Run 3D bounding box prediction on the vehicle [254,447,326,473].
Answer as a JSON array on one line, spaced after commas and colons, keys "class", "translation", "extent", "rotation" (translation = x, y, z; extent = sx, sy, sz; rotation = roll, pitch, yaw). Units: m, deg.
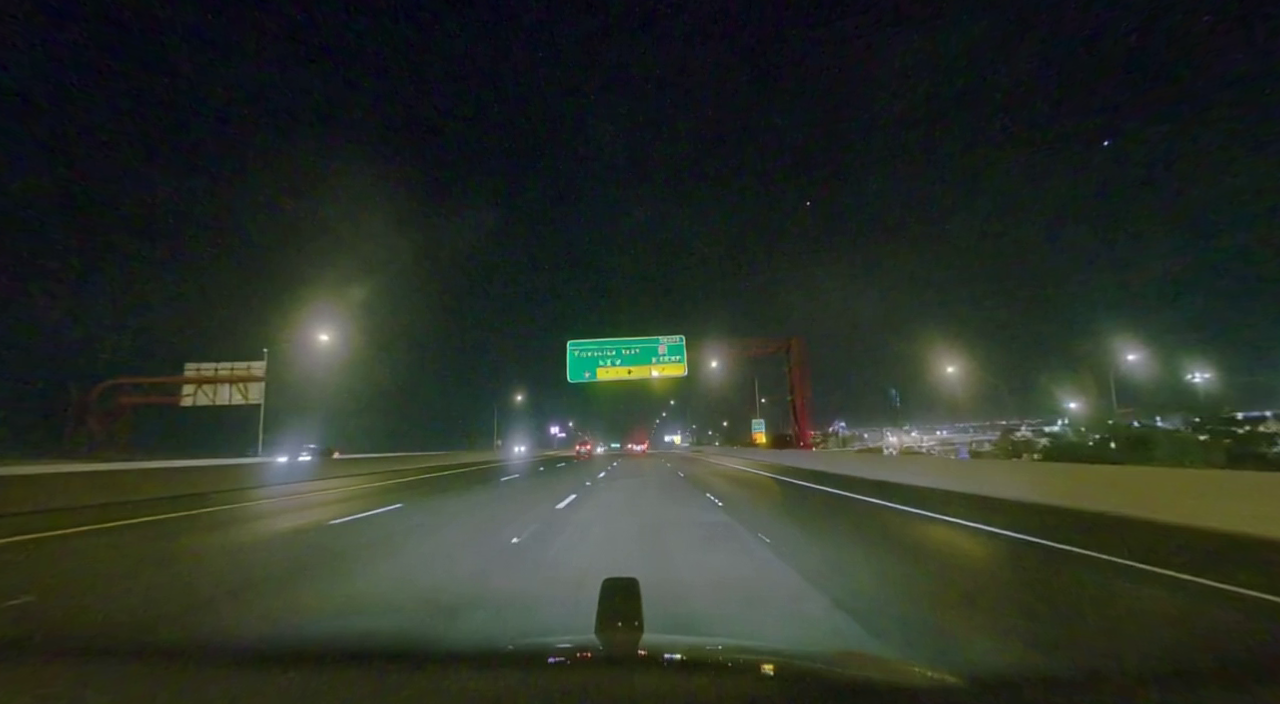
[{"class": "vehicle", "translation": [-24.416, 7.555, 44.291], "extent": [2.088, 1.678, 5.014], "rotation": [0, -8, 1]}]
